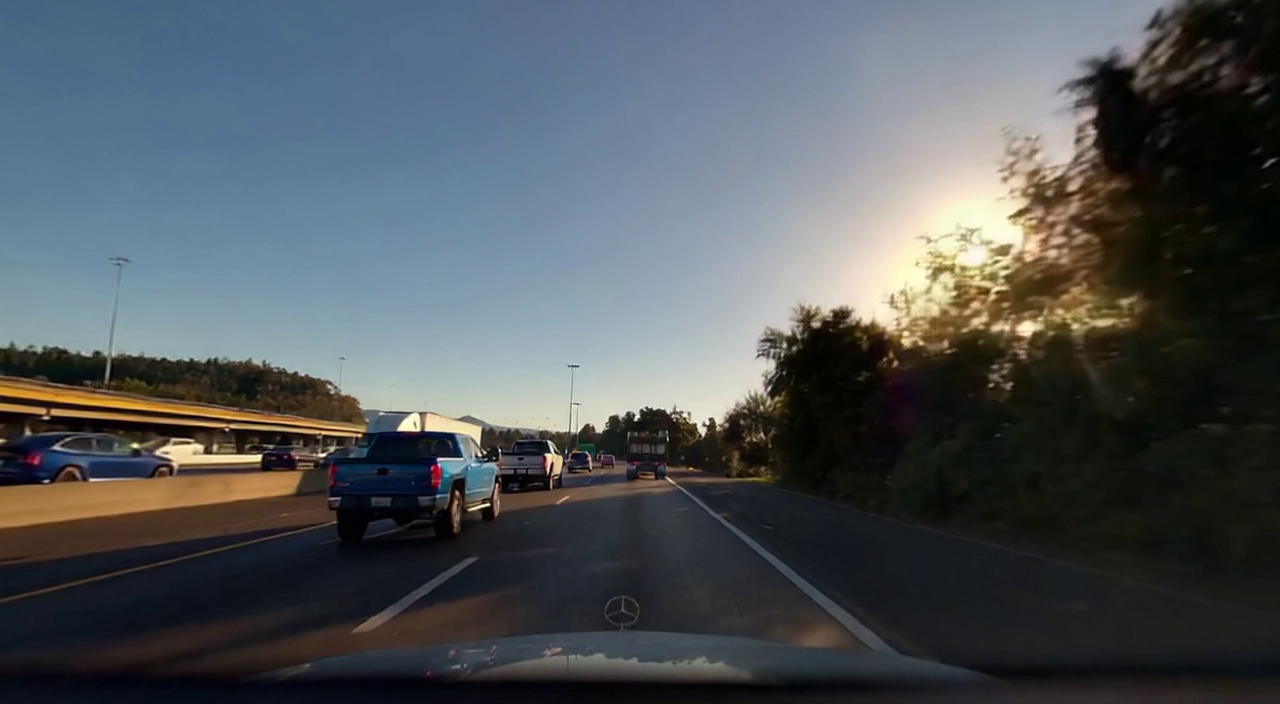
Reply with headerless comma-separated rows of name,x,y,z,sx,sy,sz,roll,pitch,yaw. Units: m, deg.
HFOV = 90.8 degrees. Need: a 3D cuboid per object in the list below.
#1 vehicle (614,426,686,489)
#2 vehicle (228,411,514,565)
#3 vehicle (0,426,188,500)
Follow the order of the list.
vehicle,0.301,4.830,29.275,2.886,2.471,7.692,0,-9,-1
vehicle,-3.774,2.040,10.230,2.303,1.835,5.044,-1,-9,1
vehicle,-13.359,2.591,15.012,1.828,1.482,4.204,-1,-9,6
